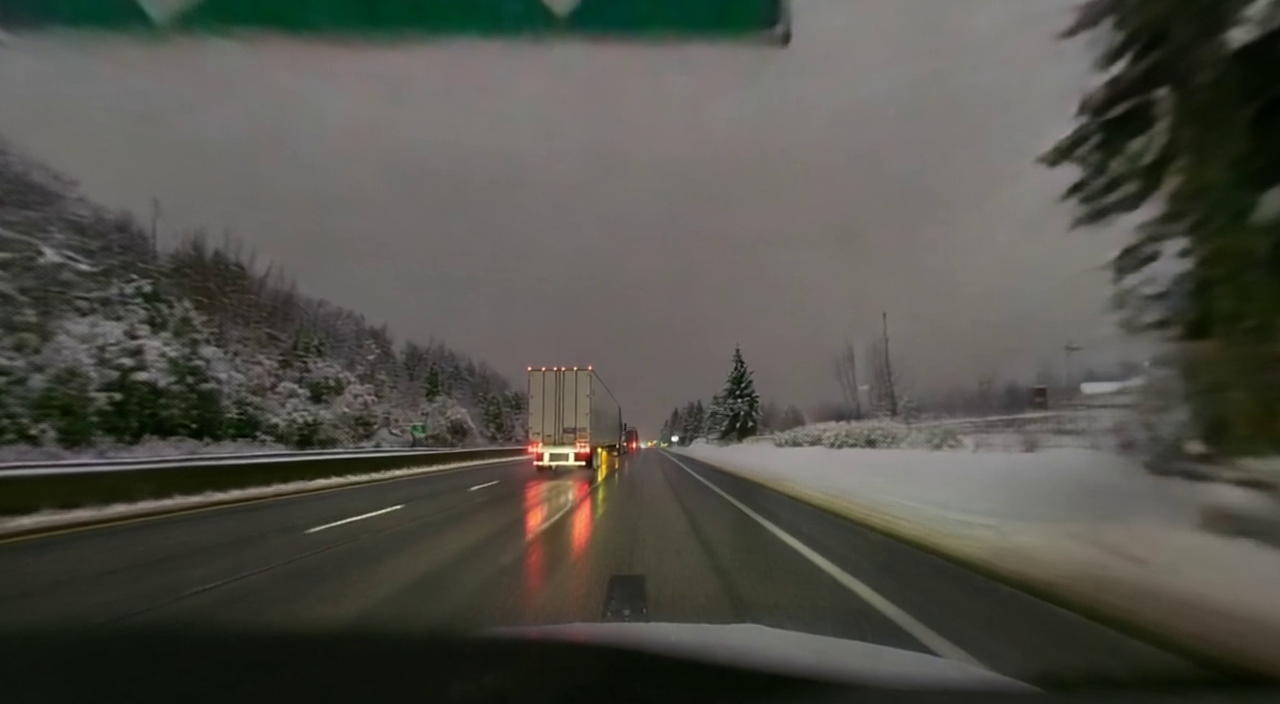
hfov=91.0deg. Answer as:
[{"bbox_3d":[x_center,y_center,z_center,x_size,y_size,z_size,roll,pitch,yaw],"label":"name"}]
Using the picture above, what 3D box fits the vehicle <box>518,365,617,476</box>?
[{"bbox_3d":[-2.914,3.555,30.403,2.947,4.051,14.256,1,-8,1],"label":"vehicle"}]
